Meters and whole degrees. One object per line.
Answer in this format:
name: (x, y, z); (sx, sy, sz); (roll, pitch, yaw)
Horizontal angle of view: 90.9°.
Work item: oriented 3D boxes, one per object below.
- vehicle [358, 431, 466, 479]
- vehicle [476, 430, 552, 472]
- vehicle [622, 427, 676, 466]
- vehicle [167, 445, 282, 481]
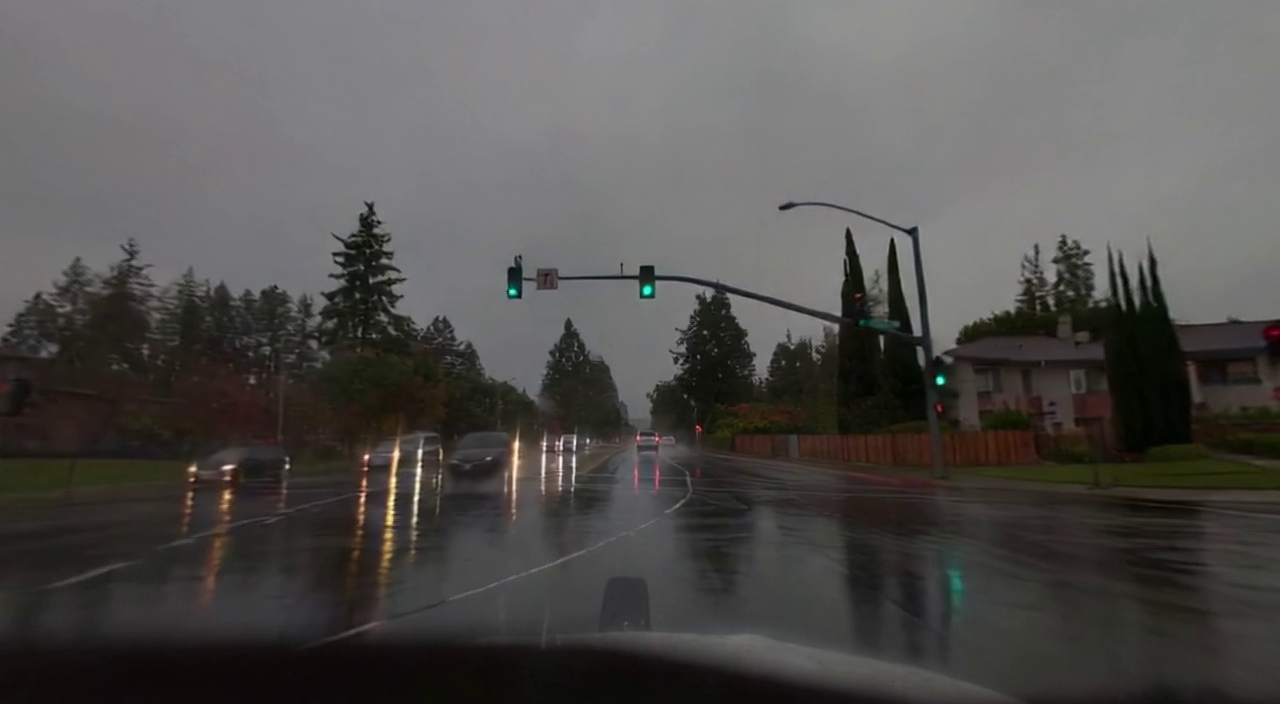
vehicle: (-7.848, 3.588, 22.264); (2.154, 1.499, 4.461); (0, -8, 0)
vehicle: (-4.799, 3.849, 24.691); (1.994, 1.494, 4.599); (0, -8, 1)
vehicle: (0.381, 4.564, 30.639); (2.437, 1.737, 4.420); (0, -8, 0)
vehicle: (-18.480, 4.922, 28.348); (1.915, 1.477, 4.411); (-1, -8, 5)
